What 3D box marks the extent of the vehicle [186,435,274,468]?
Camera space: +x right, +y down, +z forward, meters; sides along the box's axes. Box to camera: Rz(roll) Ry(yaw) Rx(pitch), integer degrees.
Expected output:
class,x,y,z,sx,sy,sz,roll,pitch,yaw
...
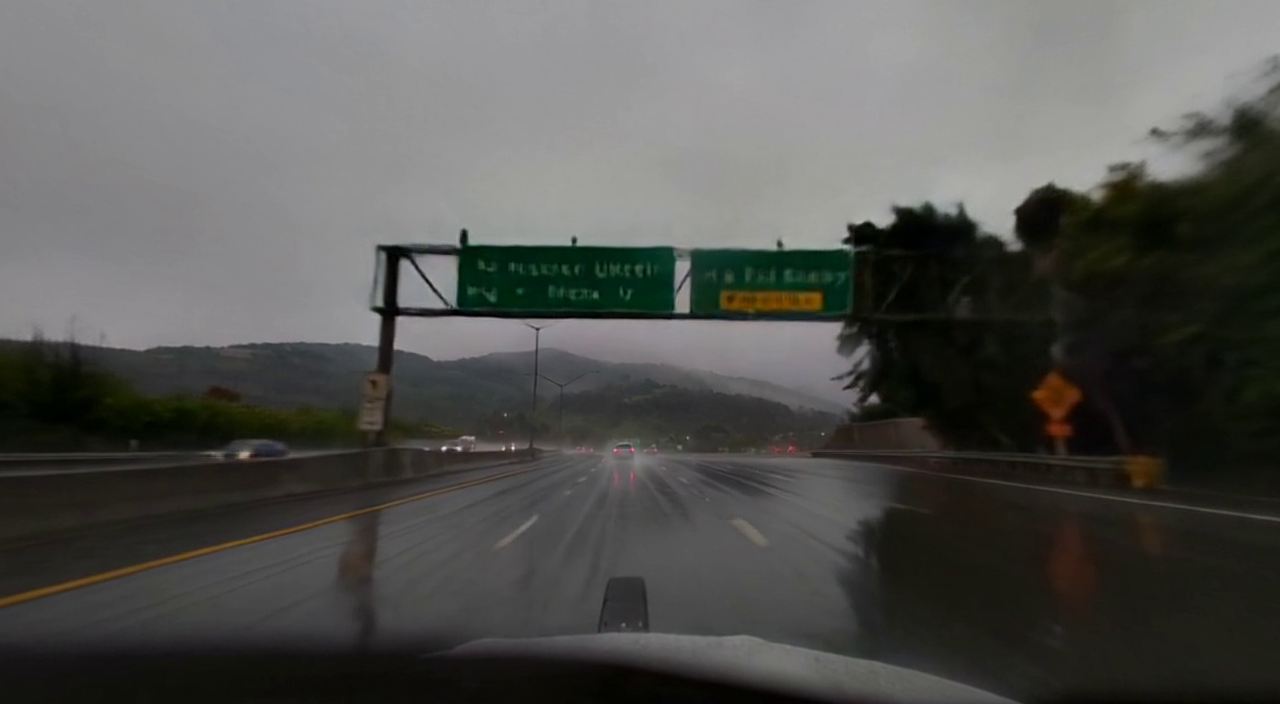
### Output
class,x,y,z,sx,sy,sz,roll,pitch,yaw
vehicle,-22.150,5.360,34.287,1.866,1.656,4.360,0,-8,-1

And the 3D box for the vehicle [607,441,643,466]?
class,x,y,z,sx,sy,sz,roll,pitch,yaw
vehicle,-1.009,6.493,40.614,2.193,1.497,4.337,0,-8,-2
